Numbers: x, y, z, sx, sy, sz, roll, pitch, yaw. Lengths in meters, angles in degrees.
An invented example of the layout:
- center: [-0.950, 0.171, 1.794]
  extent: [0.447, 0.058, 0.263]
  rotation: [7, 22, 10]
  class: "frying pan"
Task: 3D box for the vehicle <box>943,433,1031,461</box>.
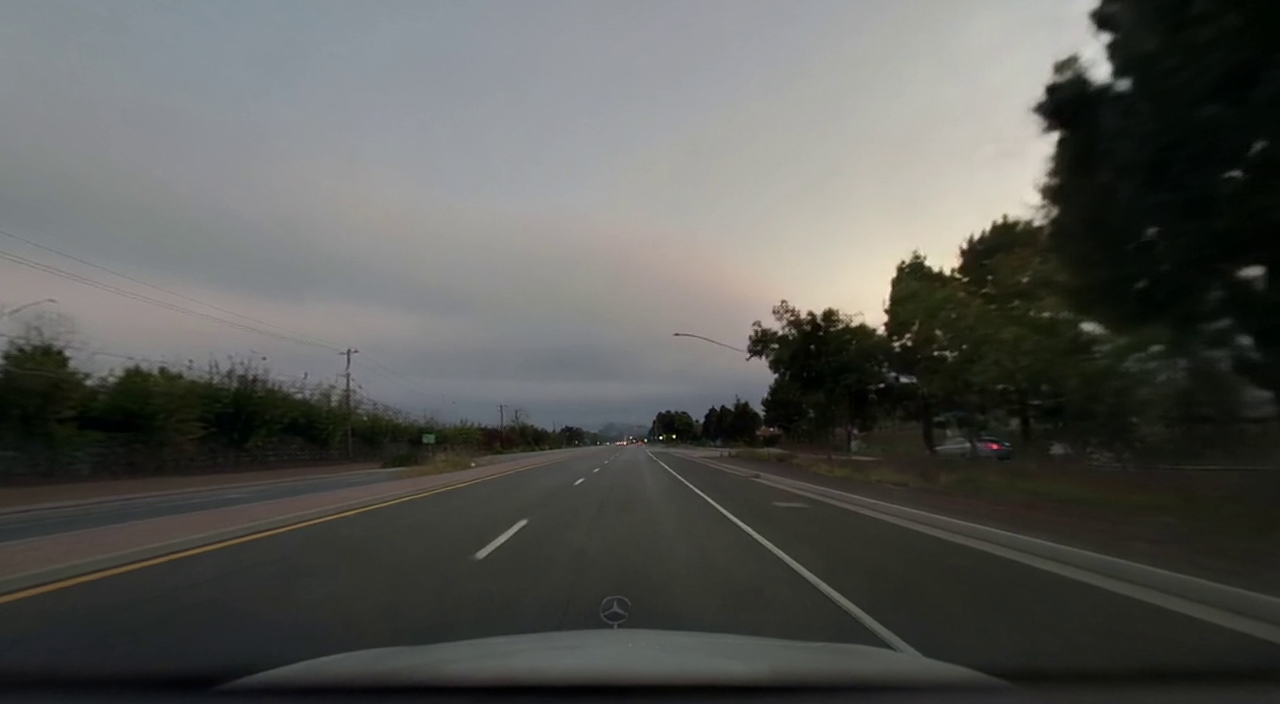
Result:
- center: [25.737, 7.078, 46.883]
  extent: [2.328, 1.916, 5.227]
  rotation: [4, -9, -26]
  class: "vehicle"
